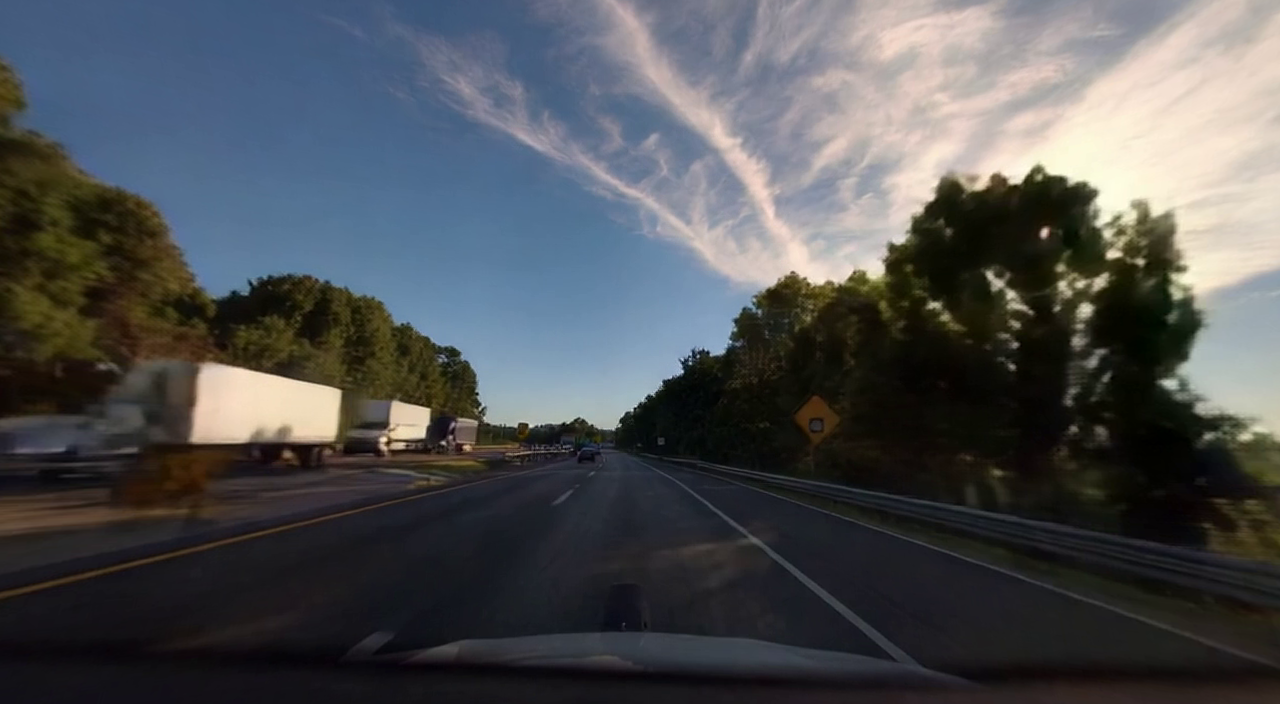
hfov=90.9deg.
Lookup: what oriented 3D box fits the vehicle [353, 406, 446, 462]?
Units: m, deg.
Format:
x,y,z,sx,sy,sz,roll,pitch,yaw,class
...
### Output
x,y,z,sx,sy,sz,roll,pitch,yaw,class
-17.081,6.081,45.723,2.903,3.554,10.284,0,-9,-1,vehicle
